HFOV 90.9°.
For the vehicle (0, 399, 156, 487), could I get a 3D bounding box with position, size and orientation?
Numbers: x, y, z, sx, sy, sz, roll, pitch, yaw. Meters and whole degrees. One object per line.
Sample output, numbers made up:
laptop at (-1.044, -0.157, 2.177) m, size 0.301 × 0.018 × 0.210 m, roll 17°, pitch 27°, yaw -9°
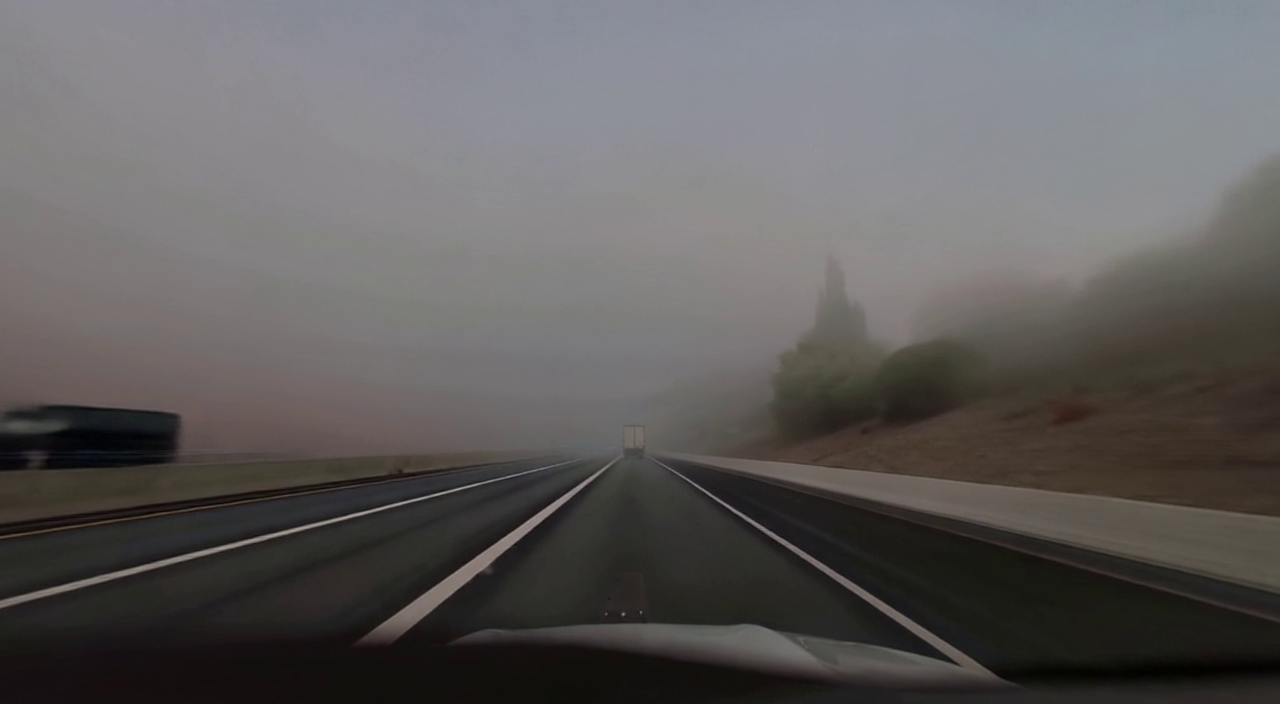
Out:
vehicle at (-19.206, 2.973, 20.409) m, size 2.487 × 2.425 × 5.746 m, roll 0°, pitch -9°, yaw -1°
